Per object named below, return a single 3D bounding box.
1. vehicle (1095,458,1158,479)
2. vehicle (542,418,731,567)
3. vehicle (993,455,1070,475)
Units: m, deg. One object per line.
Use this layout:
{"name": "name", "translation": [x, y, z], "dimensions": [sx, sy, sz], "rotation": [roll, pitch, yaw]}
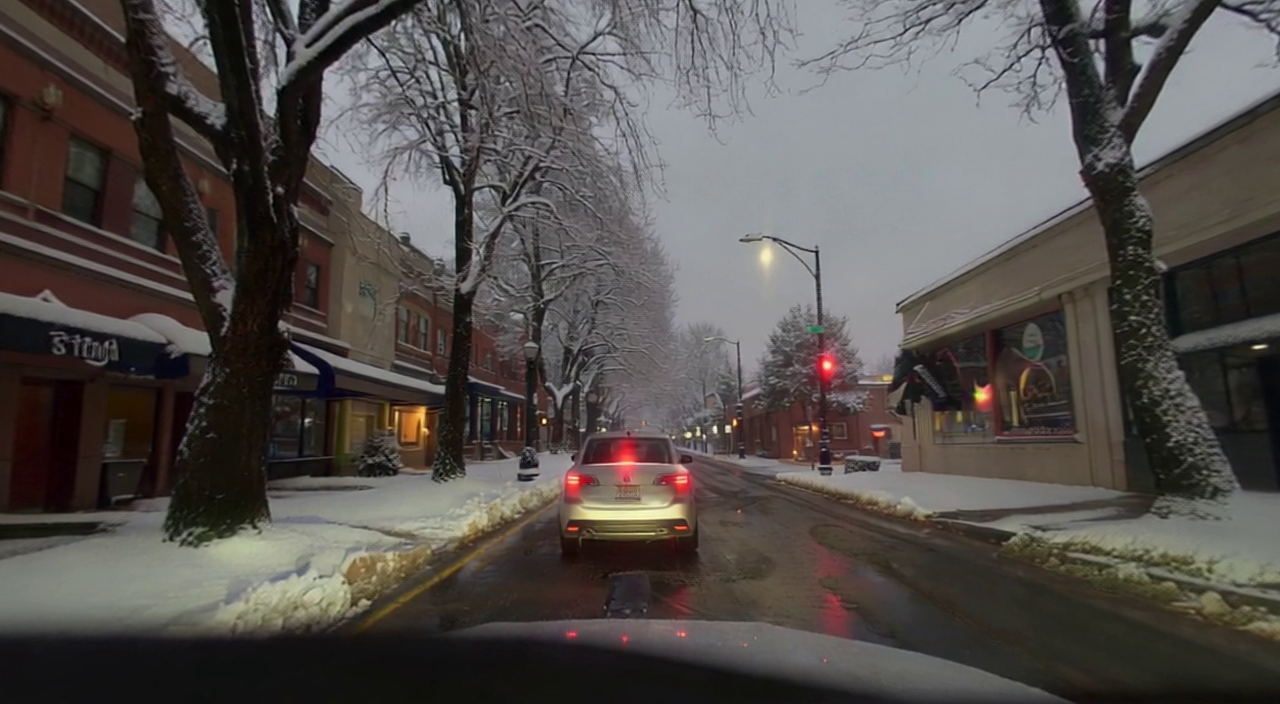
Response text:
{"name": "vehicle", "translation": [36.856, 8.819, 47.805], "dimensions": [3.445, 1.363, 1.608], "rotation": [2, -8, -1]}
{"name": "vehicle", "translation": [-0.082, 1.844, 8.976], "dimensions": [2.079, 1.621, 3.861], "rotation": [0, -8, -1]}
{"name": "vehicle", "translation": [29.747, 8.571, 47.920], "dimensions": [4.668, 1.441, 1.904], "rotation": [1, -9, -6]}
